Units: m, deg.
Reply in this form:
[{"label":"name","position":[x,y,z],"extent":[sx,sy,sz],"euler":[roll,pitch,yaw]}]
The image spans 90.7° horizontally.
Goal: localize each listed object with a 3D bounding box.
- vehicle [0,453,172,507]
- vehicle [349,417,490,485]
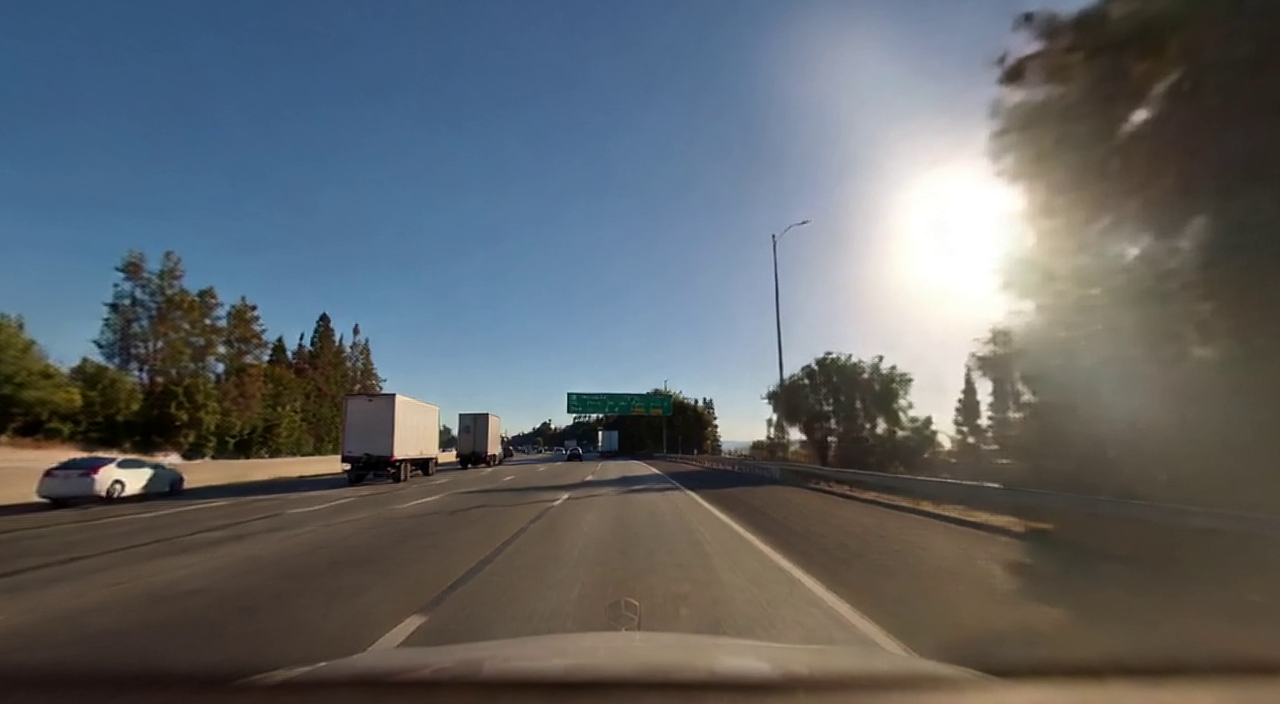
[{"label":"vehicle","position":[-17.536,3.995,20.221],"extent":[1.842,1.452,4.612],"euler":[0,-8,-3]},{"label":"vehicle","position":[-10.557,5.042,32.662],"extent":[3.270,2.674,14.547],"euler":[0,-9,-5]}]
